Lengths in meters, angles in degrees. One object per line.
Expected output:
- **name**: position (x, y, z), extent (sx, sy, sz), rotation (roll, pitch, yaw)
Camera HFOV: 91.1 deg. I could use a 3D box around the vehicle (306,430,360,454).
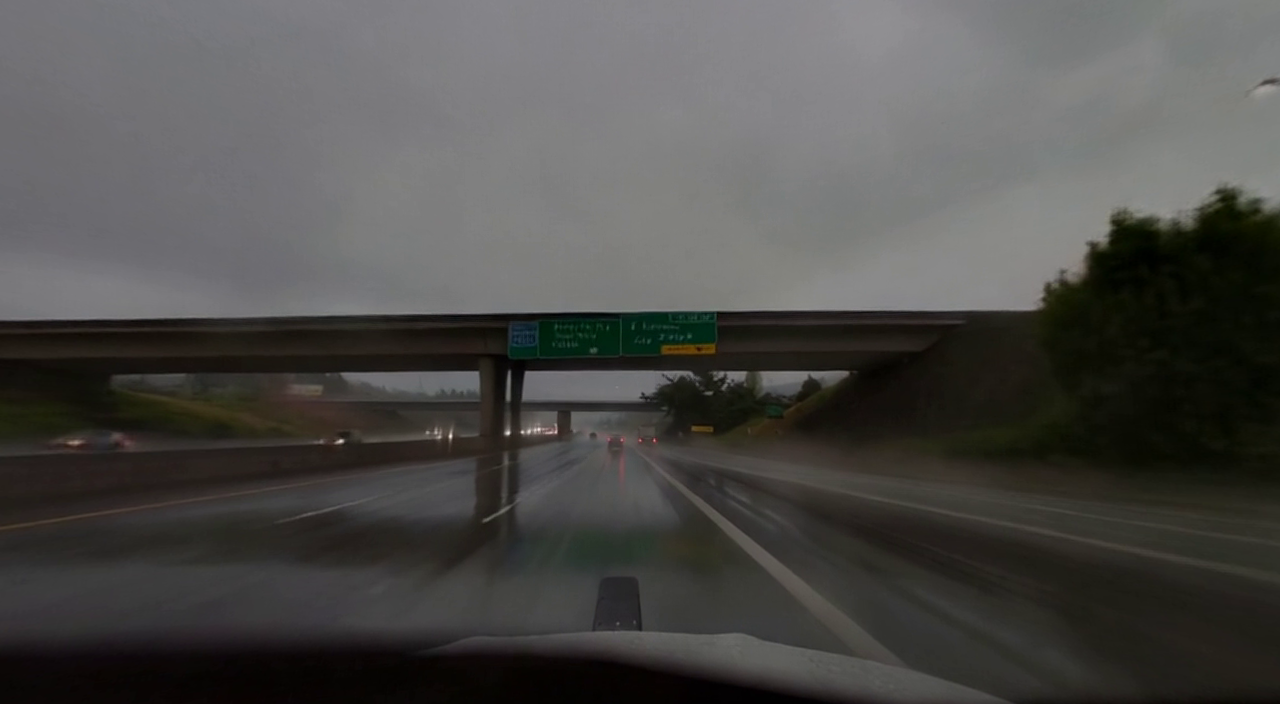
- **vehicle**: position (-22.430, 6.562, 46.117), extent (1.946, 1.673, 4.223), rotation (0, -8, -2)
